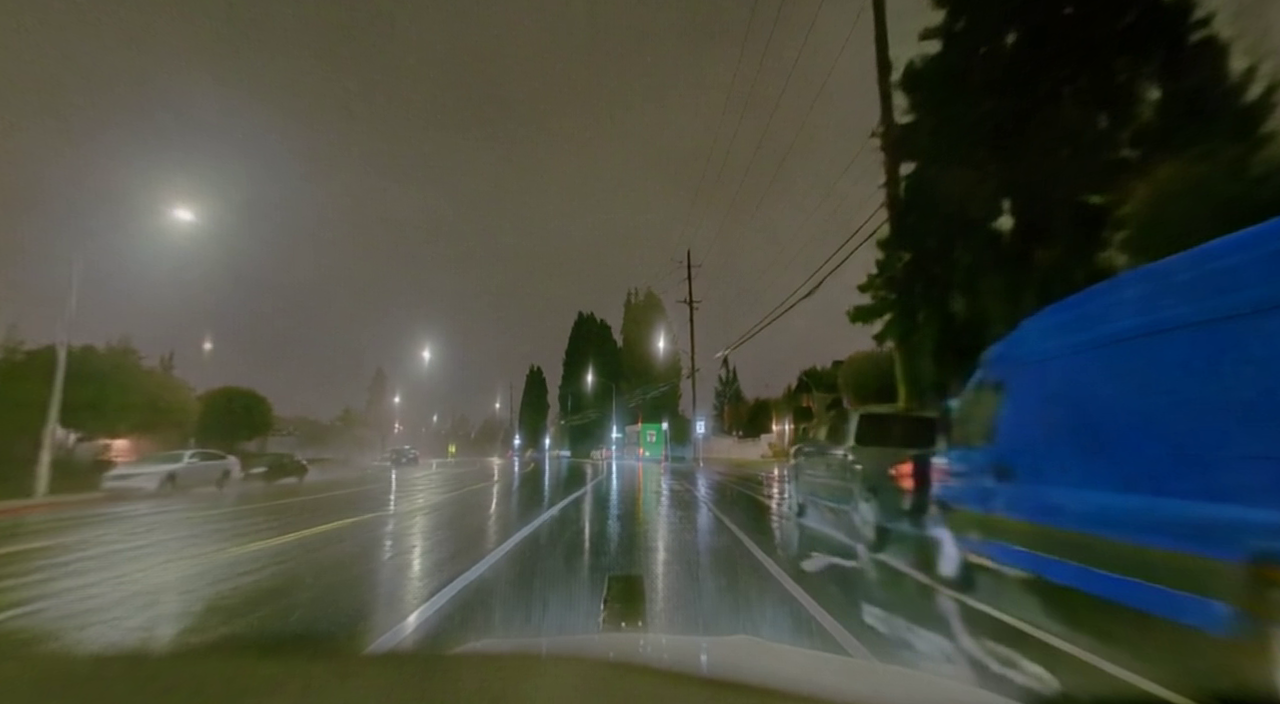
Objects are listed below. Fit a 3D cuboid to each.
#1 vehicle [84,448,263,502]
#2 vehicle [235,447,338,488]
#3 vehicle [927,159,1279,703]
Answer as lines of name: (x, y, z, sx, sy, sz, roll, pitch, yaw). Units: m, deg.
vehicle: (-14.913, 3.917, 20.521, 1.990, 1.487, 4.767, -1, -8, 3)
vehicle: (-14.978, 4.874, 26.910, 1.934, 1.480, 4.510, -3, -8, -2)
vehicle: (4.346, 0.630, 4.056, 2.229, 2.912, 5.697, 0, -8, 0)
